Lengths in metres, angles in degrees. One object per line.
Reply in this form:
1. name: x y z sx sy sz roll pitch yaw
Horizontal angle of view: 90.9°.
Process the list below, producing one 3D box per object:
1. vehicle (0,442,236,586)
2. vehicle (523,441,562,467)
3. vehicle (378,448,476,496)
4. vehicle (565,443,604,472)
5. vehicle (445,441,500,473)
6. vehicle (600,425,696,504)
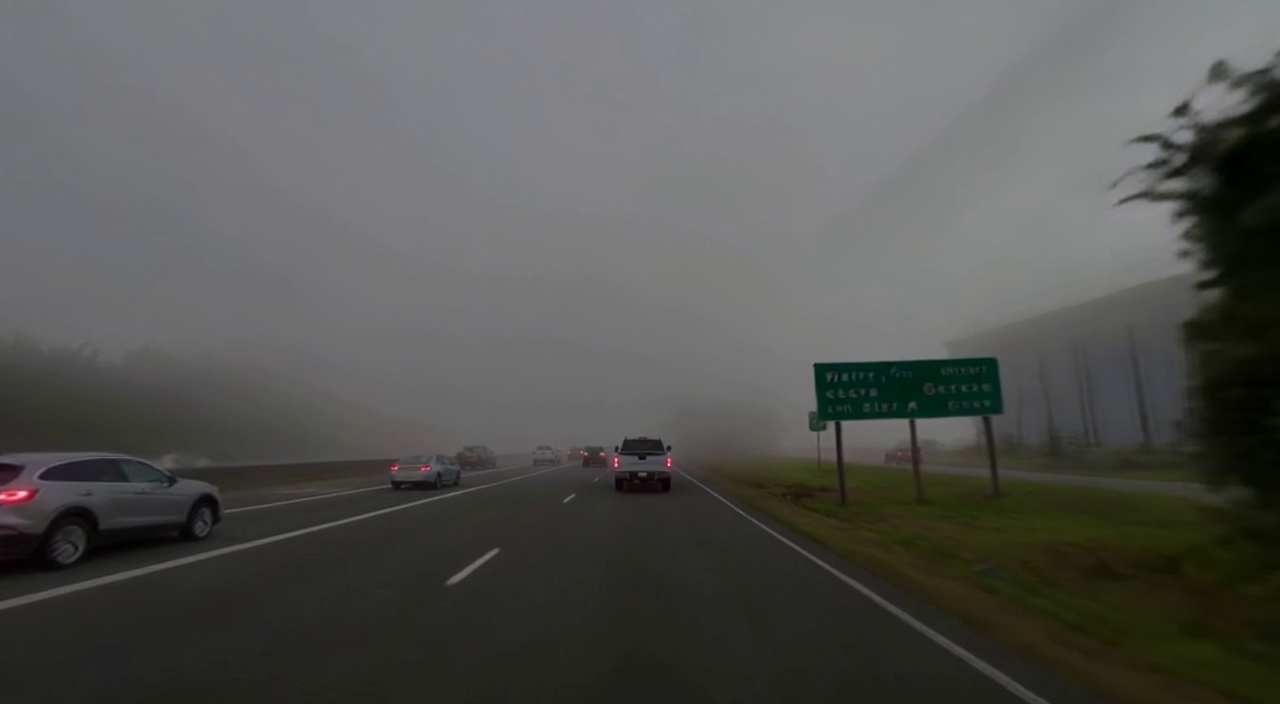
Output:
1. vehicle: -7.455 1.886 7.941 1.864 1.458 4.295 0 -9 0
2. vehicle: -7.363 7.761 48.045 2.106 1.816 4.936 0 -9 0
3. vehicle: -7.212 4.073 21.841 1.869 1.466 4.217 0 -9 1
4. vehicle: -3.331 6.432 38.526 1.952 1.649 4.131 0 -9 1
5. vehicle: -11.121 6.992 42.296 2.157 1.941 5.544 0 -9 0
6. vehicle: 0.198 2.856 16.302 2.152 1.779 3.924 0 -9 1
